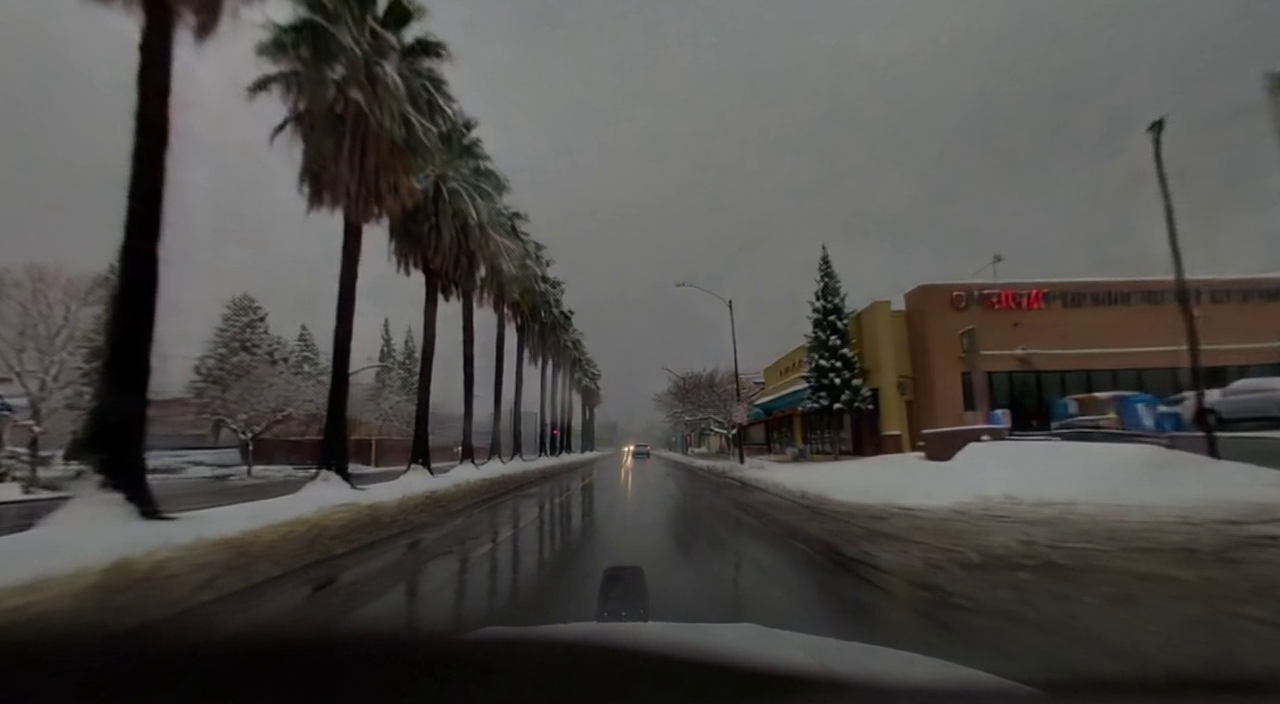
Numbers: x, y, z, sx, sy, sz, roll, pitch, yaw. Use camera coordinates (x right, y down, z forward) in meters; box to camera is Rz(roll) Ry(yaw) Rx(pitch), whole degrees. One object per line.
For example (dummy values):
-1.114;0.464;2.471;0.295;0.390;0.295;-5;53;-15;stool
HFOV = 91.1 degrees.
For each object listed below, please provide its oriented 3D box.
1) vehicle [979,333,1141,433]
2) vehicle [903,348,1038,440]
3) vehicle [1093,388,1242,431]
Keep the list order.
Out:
11.310;1.008;16.772;5.186;2.000;2.226;10;-13;-41;vehicle
10.517;1.469;19.863;4.592;2.160;2.015;11;-20;-41;vehicle
23.364;2.605;28.013;4.630;1.473;1.702;-5;-13;17;vehicle
